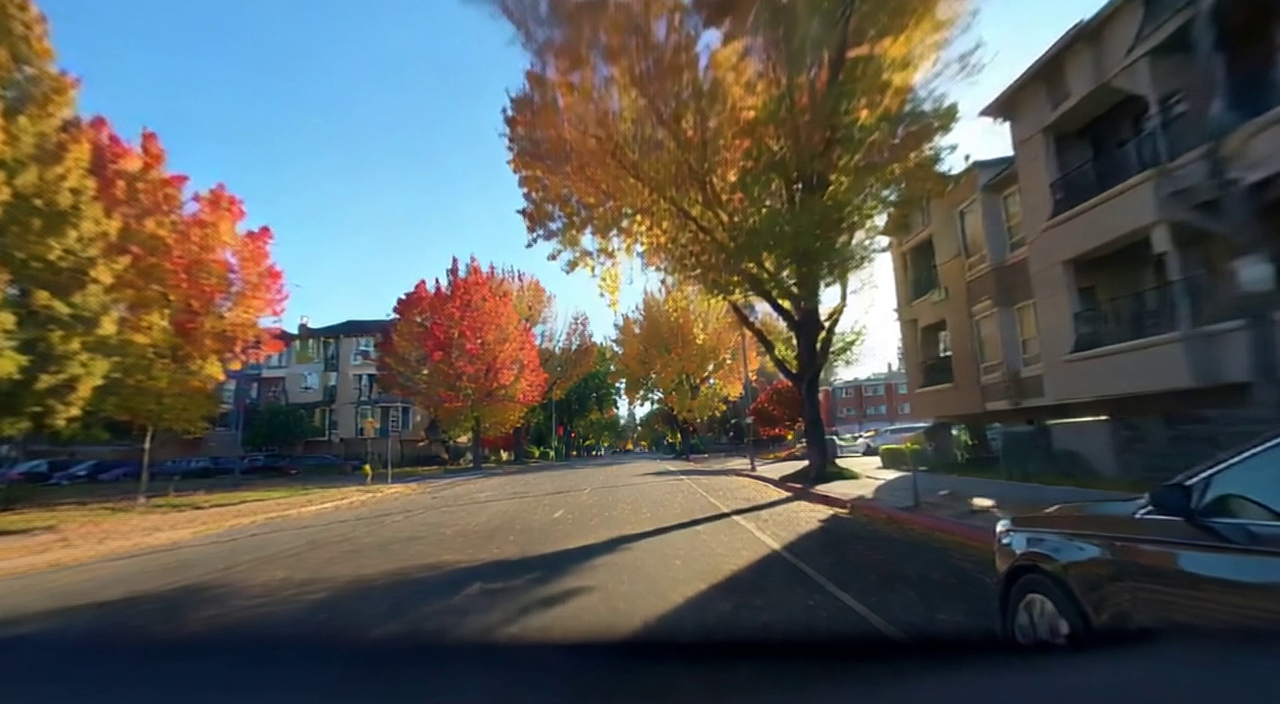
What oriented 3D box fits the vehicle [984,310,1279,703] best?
[{"bbox_3d":[3.118,0.653,1.159,2.224,1.791,4.834,0,-8,0],"label":"vehicle"}]
